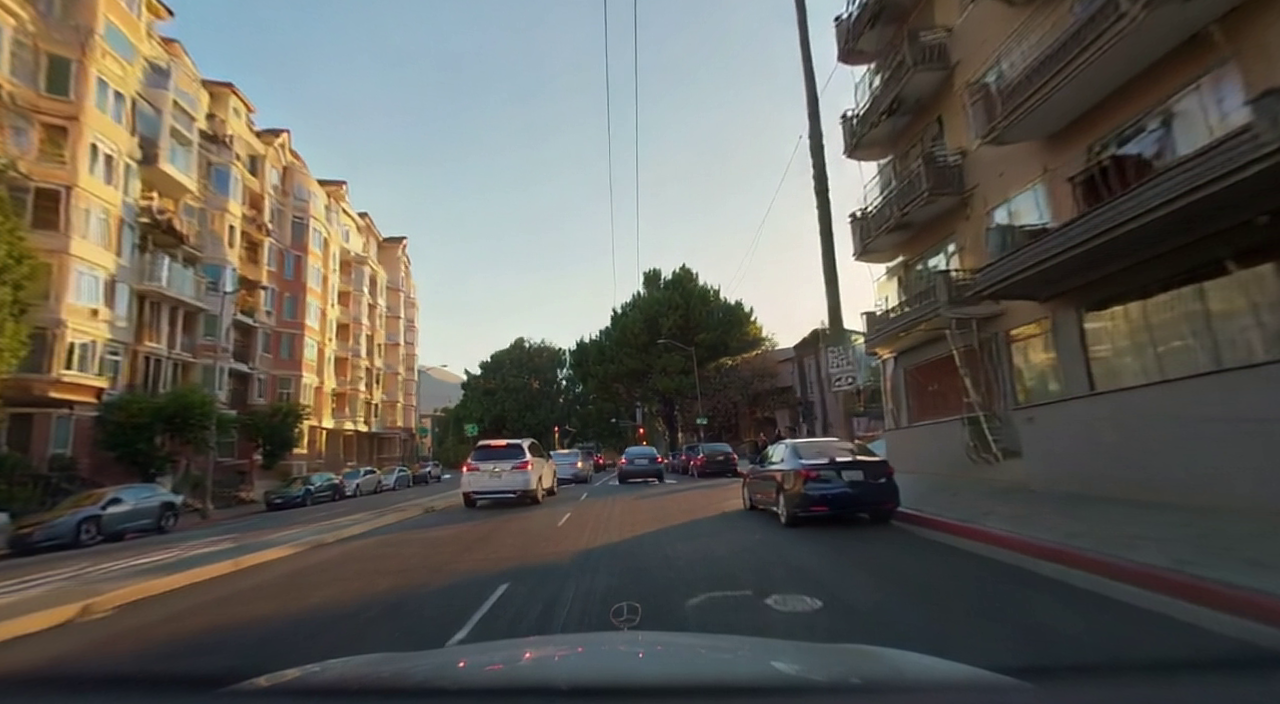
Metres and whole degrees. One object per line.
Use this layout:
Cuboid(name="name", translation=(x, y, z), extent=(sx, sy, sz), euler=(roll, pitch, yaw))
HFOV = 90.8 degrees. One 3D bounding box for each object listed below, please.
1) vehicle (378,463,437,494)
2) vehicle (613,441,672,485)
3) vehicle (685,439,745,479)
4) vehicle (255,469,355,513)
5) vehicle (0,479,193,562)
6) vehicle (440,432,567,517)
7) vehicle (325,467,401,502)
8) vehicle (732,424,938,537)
Cuboid(name="vehicle", translation=(-13.892, 7.598, 38.014), extent=(1.835, 1.476, 4.532), euler=(-7, -11, -2))
Cuboid(name="vehicle", translation=(0.076, 4.130, 23.785), extent=(2.026, 1.496, 3.701), euler=(0, -8, 0))
Cuboid(name="vehicle", translation=(2.977, 4.370, 26.044), extent=(1.933, 1.501, 4.349), euler=(0, -8, 0))
Cuboid(name="vehicle", translation=(-13.937, 5.781, 26.597), extent=(1.844, 1.499, 4.421), euler=(0, -8, -1))
Cuboid(name="vehicle", translation=(-13.837, 4.168, 16.175), extent=(1.839, 1.594, 4.055), euler=(0, -8, -1))
Cuboid(name="vehicle", translation=(-3.046, 2.834, 15.146), extent=(2.065, 1.705, 4.353), euler=(0, -8, 0))
Cuboid(name="vehicle", translation=(-13.803, 6.603, 31.768), extent=(1.752, 1.479, 4.575), euler=(0, -8, 0))
Cuboid(name="vehicle", translation=(3.030, 2.116, 11.107), extent=(2.077, 1.532, 4.694), euler=(0, -8, -1))
